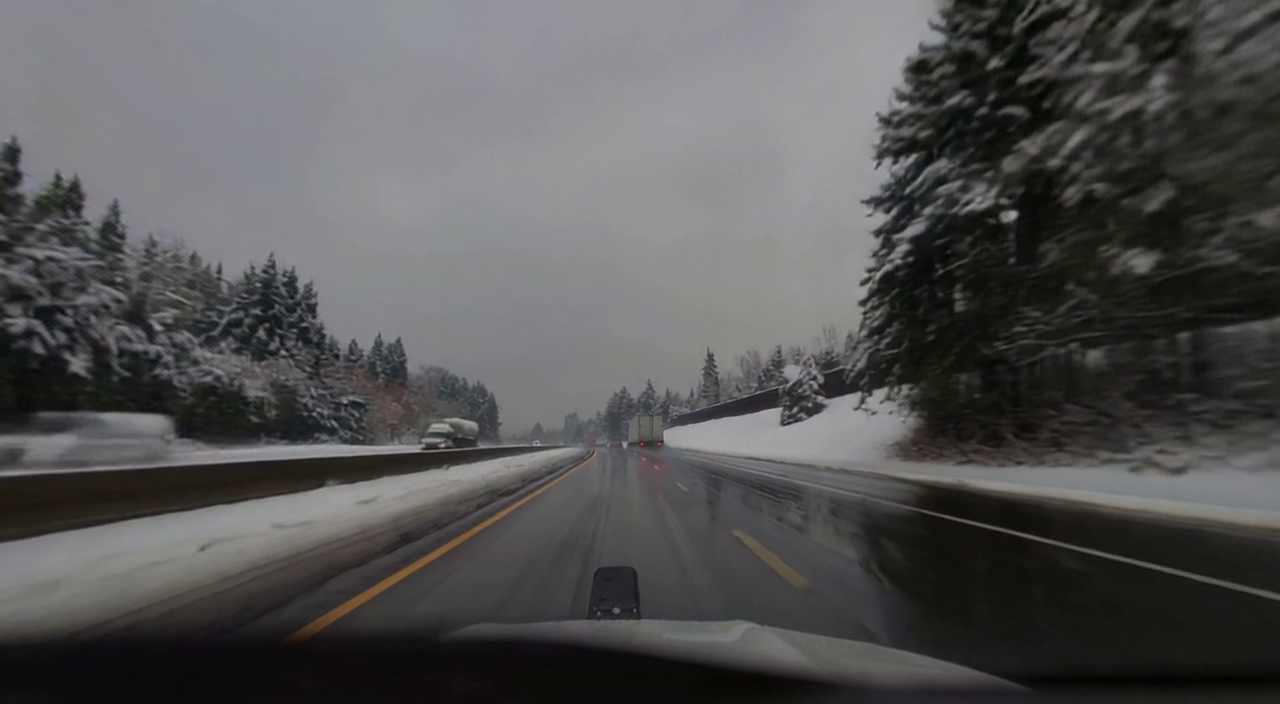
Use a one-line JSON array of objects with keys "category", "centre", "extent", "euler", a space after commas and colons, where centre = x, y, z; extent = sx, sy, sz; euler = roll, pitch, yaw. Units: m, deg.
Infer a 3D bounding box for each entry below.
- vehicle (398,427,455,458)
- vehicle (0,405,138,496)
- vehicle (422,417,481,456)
[{"category": "vehicle", "centre": [-14.091, 6.018, 41.806], "extent": [2.281, 1.942, 4.778], "euler": [0, -8, -3]}, {"category": "vehicle", "centre": [-12.889, 1.986, 12.722], "extent": [1.927, 1.660, 4.333], "euler": [0, -8, -1]}, {"category": "vehicle", "centre": [-14.472, 6.562, 48.863], "extent": [2.675, 2.788, 6.642], "euler": [0, -8, -1]}]
